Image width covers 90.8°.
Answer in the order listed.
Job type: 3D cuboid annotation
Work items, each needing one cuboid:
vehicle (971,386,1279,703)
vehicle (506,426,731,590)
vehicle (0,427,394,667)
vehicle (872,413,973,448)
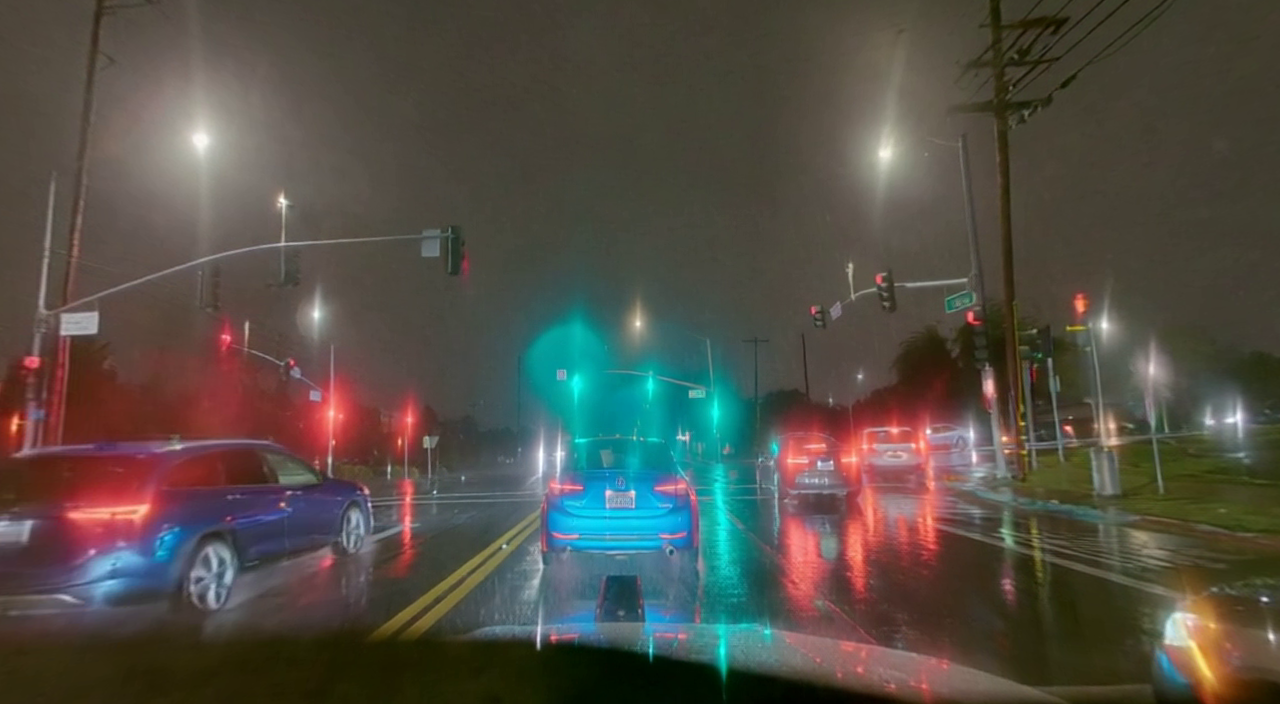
[{"bbox_3d":[2.921,0.848,1.866,1.860,1.494,3.707,0,-8,0],"label":"vehicle"},{"bbox_3d":[-0.222,1.749,7.972,2.061,1.485,4.196,0,-8,-1],"label":"vehicle"},{"bbox_3d":[-4.384,1.551,6.212,2.106,1.492,4.312,0,-8,1],"label":"vehicle"},{"bbox_3d":[15.116,4.239,33.990,4.431,1.555,1.886,-4,-9,2],"label":"vehicle"}]
